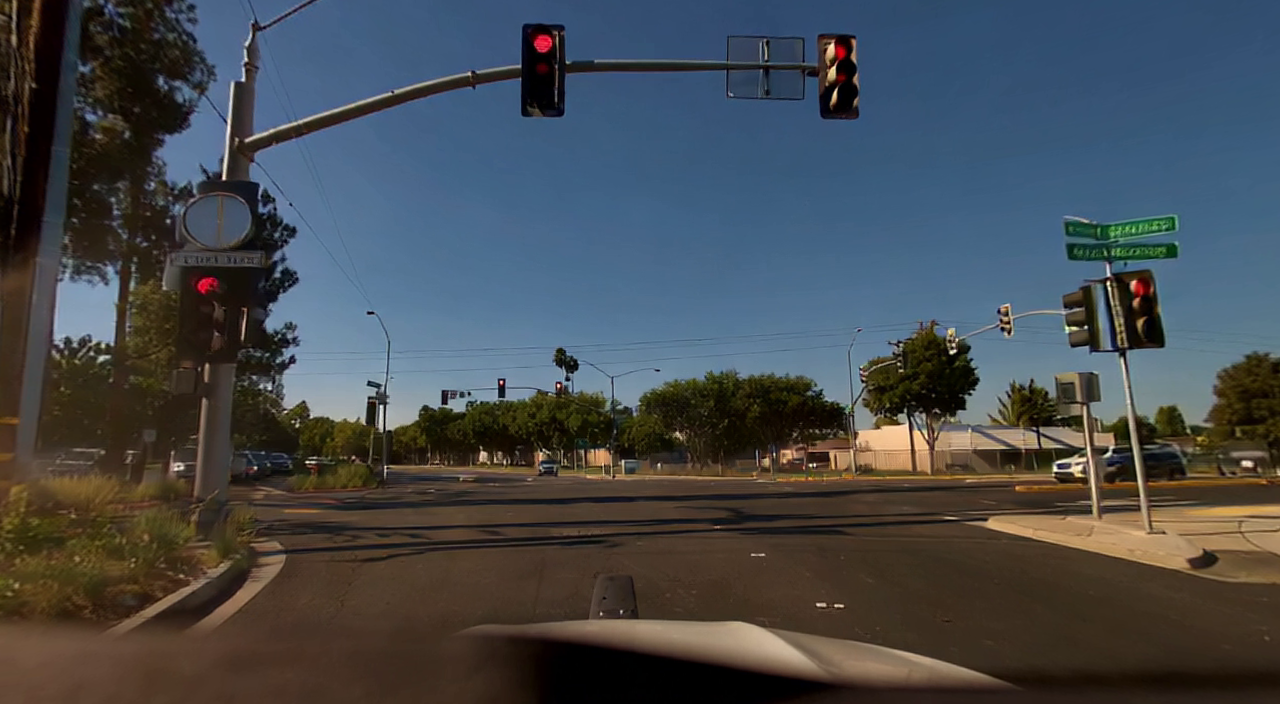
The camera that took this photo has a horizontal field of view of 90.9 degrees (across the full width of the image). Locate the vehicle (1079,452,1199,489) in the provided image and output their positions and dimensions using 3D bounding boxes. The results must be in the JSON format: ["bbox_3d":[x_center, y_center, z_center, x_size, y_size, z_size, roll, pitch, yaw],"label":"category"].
[{"bbox_3d":[23.038,5.483,29.167,3.998,1.590,1.936,1,-11,-6],"label":"vehicle"}]
